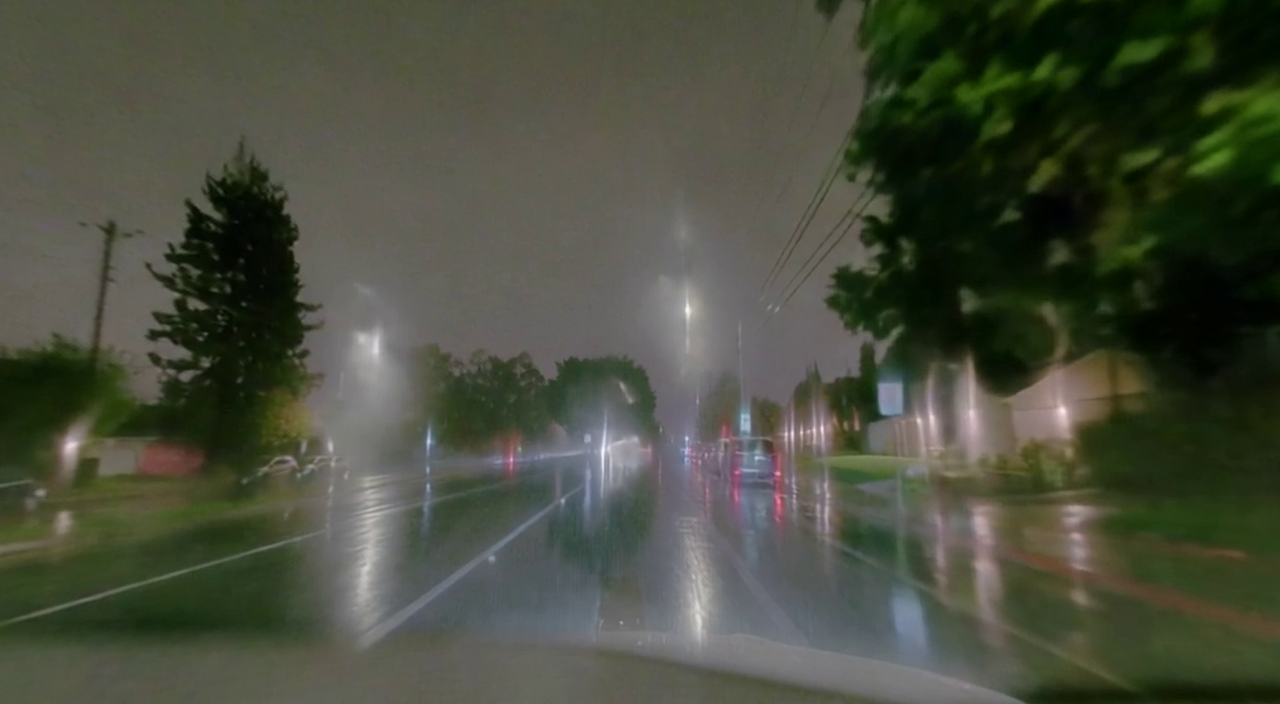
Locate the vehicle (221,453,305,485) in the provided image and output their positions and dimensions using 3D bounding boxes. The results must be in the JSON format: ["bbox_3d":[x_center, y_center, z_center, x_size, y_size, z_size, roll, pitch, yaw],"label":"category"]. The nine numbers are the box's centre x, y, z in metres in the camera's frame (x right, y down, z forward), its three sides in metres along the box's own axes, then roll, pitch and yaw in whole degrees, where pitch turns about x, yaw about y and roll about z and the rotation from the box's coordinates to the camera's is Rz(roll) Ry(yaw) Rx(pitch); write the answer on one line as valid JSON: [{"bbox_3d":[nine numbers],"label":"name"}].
[{"bbox_3d":[-23.601,7.328,39.794,2.120,1.824,4.908,-1,-9,2],"label":"vehicle"}]

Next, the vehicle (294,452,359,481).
[{"bbox_3d":[-22.952,8.349,46.487,2.171,1.745,4.867,-2,-7,2],"label":"vehicle"}]

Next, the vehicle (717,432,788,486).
[{"bbox_3d":[3.900,3.806,22.647,2.013,1.710,4.403,-1,-9,4],"label":"vehicle"}]
